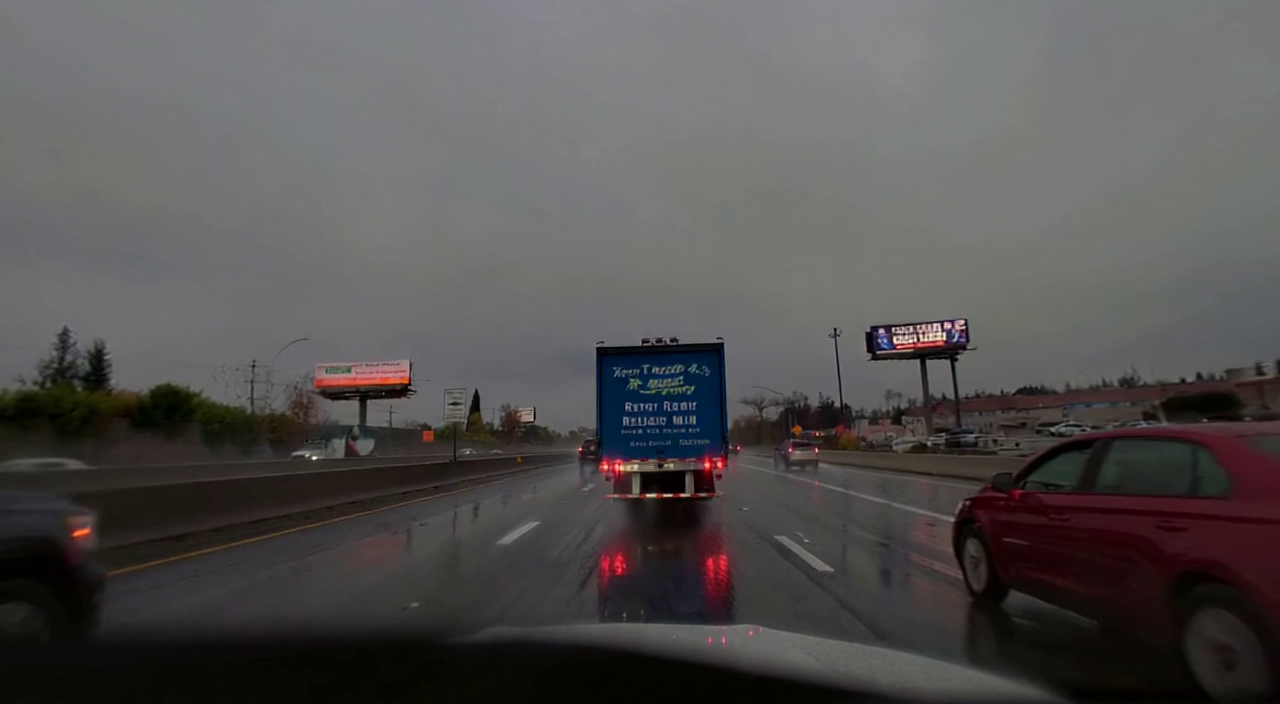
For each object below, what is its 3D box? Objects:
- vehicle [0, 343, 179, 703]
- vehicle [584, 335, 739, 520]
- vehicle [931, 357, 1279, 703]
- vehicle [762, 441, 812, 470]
[{"bbox_3d":[-3.799,0.663,1.403,2.030,1.757,4.509,0,-8,1],"label":"vehicle"},{"bbox_3d":[0.574,1.951,15.637,2.733,3.296,8.571,-1,-8,3],"label":"vehicle"},{"bbox_3d":[3.851,1.033,3.877,2.066,1.692,4.339,0,-8,1],"label":"vehicle"},{"bbox_3d":[8.102,5.707,35.022,1.931,1.495,3.889,0,-8,1],"label":"vehicle"}]
